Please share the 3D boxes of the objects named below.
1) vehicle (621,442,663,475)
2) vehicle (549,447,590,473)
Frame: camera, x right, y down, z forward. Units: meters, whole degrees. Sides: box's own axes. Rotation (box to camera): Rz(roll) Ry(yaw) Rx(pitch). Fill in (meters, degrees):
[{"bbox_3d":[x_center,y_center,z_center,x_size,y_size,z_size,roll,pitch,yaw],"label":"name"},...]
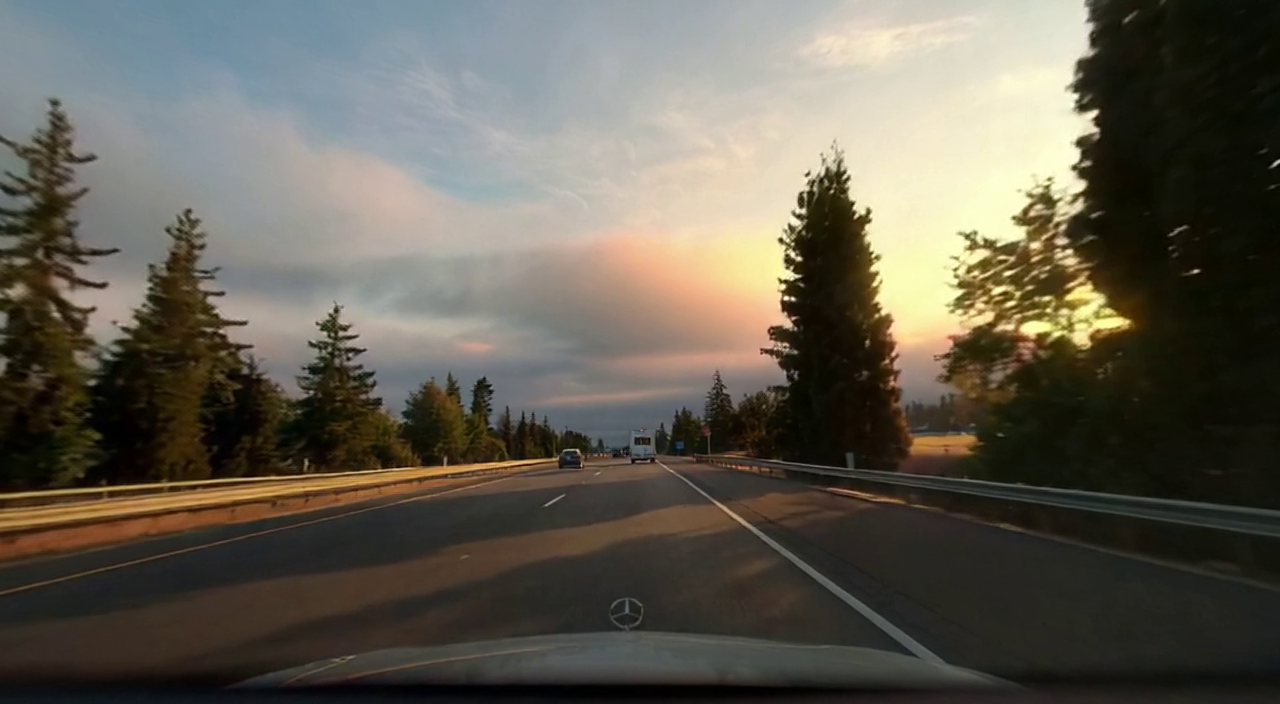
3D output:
[{"bbox_3d":[0.089,5.770,34.297,2.172,1.687,3.929,0,-9,0],"label":"vehicle"},{"bbox_3d":[-4.290,6.651,38.985,2.031,1.482,4.248,0,-9,0],"label":"vehicle"}]
